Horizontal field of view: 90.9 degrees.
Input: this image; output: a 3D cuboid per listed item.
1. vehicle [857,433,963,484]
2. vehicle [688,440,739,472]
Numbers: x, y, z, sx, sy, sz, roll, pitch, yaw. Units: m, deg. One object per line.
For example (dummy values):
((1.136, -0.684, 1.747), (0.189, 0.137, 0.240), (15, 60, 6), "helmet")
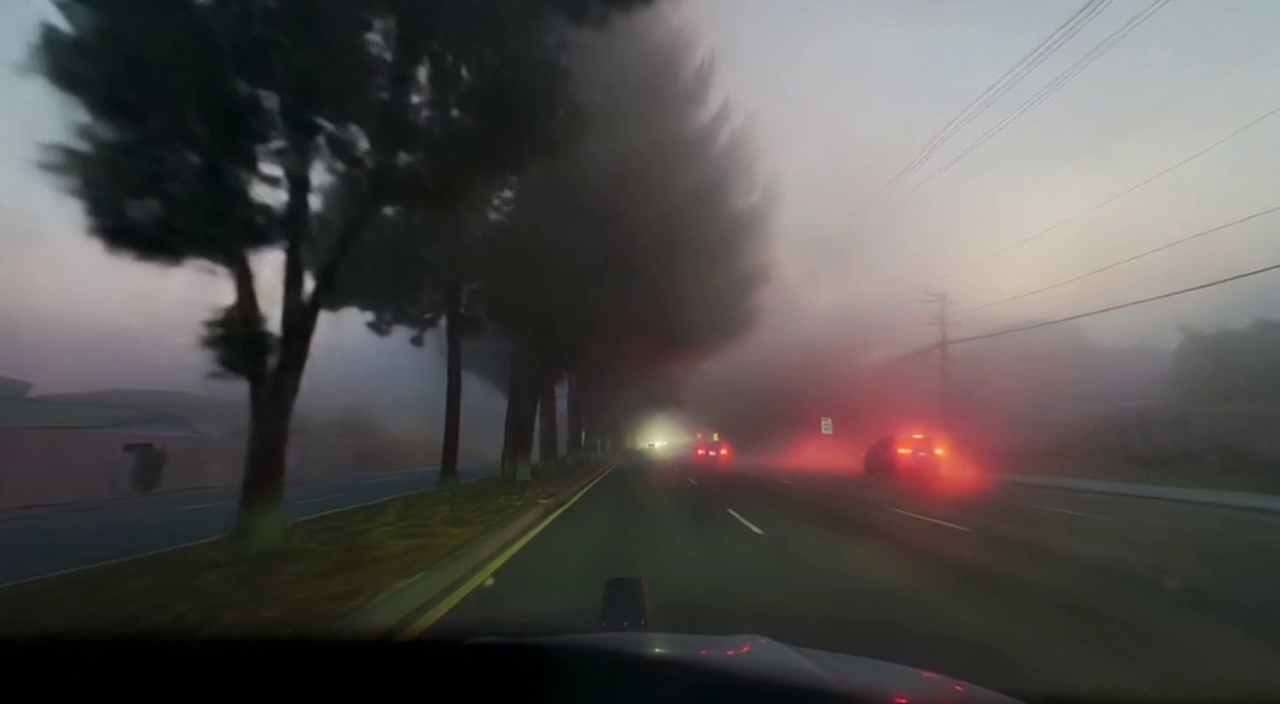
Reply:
((9.991, 3.957, 23.734), (1.978, 1.700, 4.461), (0, -9, 0), "vehicle")
((3.642, 5.270, 32.098), (2.063, 1.481, 4.247), (0, -8, 0), "vehicle")
